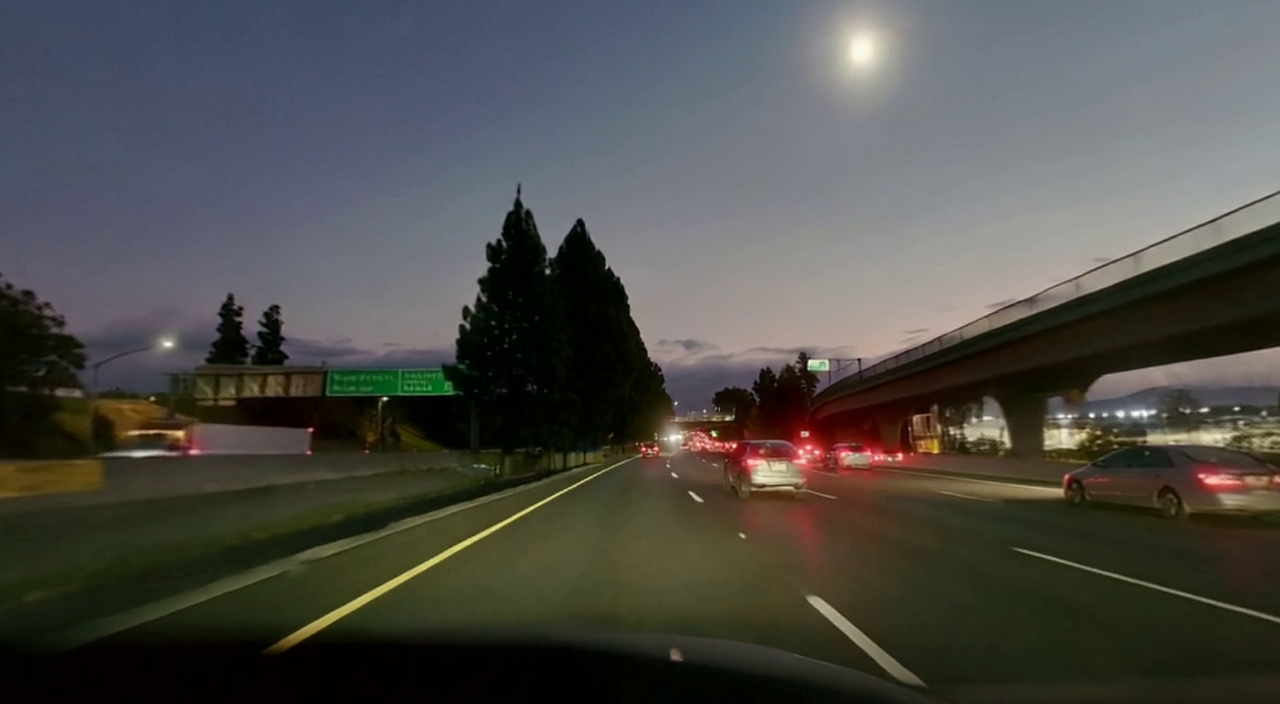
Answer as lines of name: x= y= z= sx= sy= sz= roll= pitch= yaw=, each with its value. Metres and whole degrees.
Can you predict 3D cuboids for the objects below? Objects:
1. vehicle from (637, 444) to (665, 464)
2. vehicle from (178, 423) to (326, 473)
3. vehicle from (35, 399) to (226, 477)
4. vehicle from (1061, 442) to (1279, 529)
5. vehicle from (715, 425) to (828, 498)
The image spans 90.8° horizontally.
vehicle: x=0.893 y=7.831 z=48.750 sx=2.046 sy=1.475 sz=3.784 roll=-1 pitch=-9 yaw=2
vehicle: x=-29.583 y=7.512 z=49.428 sx=2.895 sy=3.316 sz=13.545 roll=-1 pitch=-9 yaw=1
vehicle: x=-29.779 y=5.229 z=37.859 sx=3.065 sy=4.038 sz=9.768 roll=-1 pitch=-9 yaw=1
vehicle: x=11.065 y=2.597 z=12.923 sx=1.827 sy=1.448 sz=4.370 roll=0 pitch=-9 yaw=-1
vehicle: x=3.585 y=3.113 z=18.303 sx=2.226 sy=1.779 sz=4.835 roll=0 pitch=-9 yaw=0
